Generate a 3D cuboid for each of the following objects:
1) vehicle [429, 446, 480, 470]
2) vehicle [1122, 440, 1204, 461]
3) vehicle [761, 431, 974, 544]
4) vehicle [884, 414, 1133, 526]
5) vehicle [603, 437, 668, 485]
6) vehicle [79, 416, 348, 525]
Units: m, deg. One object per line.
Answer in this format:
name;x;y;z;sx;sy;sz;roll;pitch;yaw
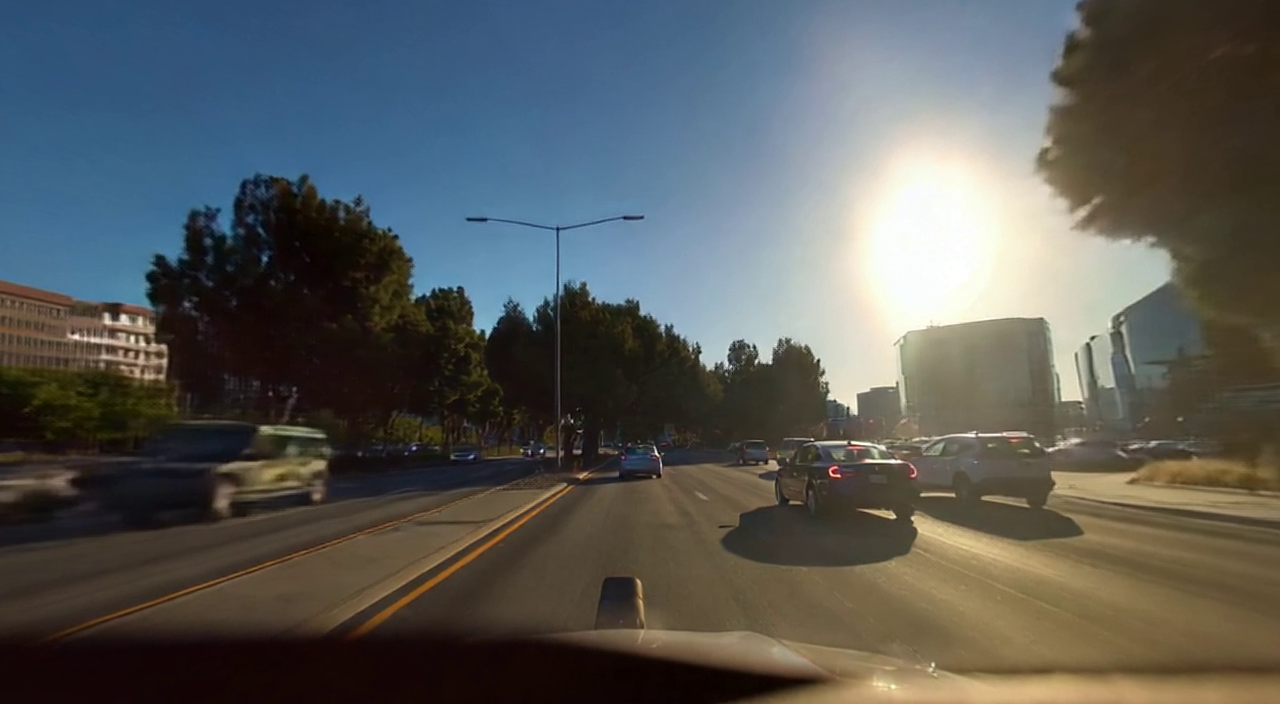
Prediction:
vehicle;-12.117;6.902;41.489;1.931;1.477;4.630;0;-9;0
vehicle;37.402;7.076;45.247;4.188;1.438;1.831;0;-9;-1
vehicle;3.379;2.091;10.417;1.858;1.466;4.230;0;-9;-1
vehicle;6.929;2.269;12.685;2.134;1.810;4.590;0;-9;-1
vehicle;-0.158;3.666;21.447;1.994;1.479;3.647;0;-9;-1
vehicle;-9.008;2.564;14.242;2.246;1.943;5.493;0;-9;0
